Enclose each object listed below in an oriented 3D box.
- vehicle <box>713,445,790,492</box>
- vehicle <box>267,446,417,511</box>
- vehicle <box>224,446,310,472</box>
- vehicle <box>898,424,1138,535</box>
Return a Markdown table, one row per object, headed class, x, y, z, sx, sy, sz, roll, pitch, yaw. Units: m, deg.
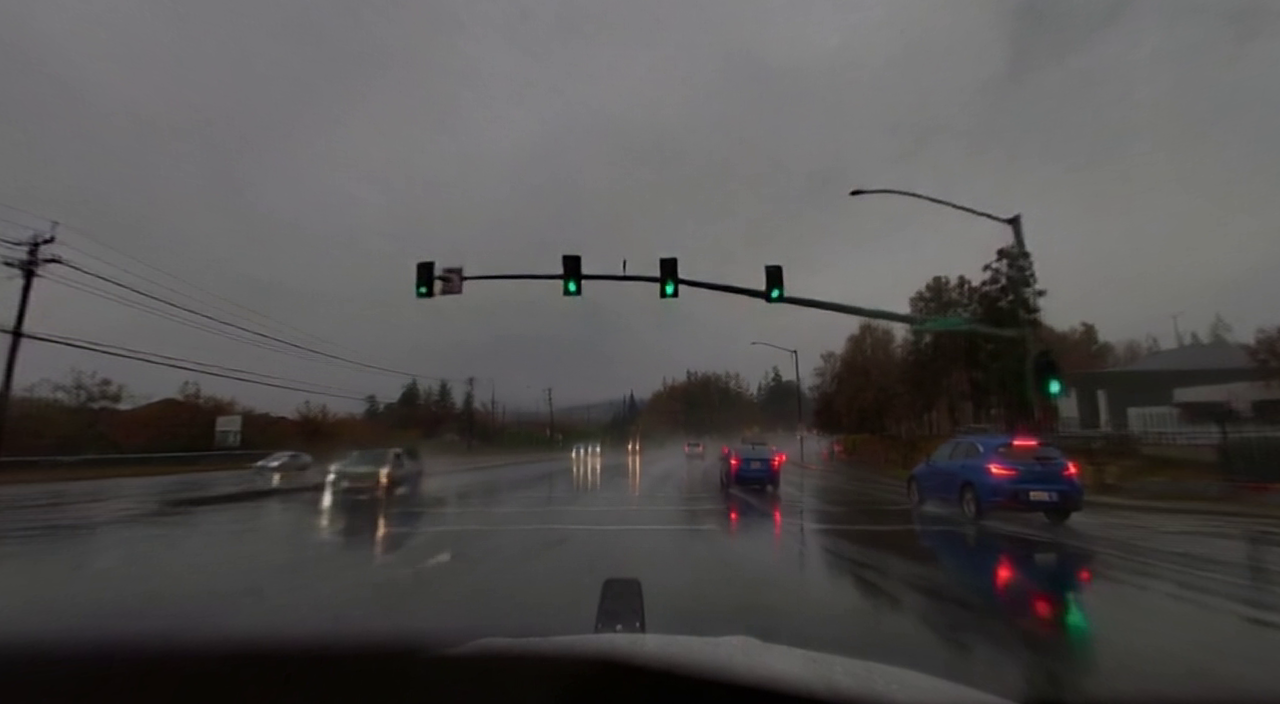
| class | x | y | z | sx | sy | sz | roll | pitch | yaw |
| --- | --- | --- | --- | --- | --- | --- | --- | --- | --- |
| vehicle | 3.818 | 4.050 | 22.385 | 2.035 | 1.460 | 4.392 | 0 | -9 | 2 |
| vehicle | -8.611 | 3.652 | 18.887 | 1.933 | 1.502 | 4.946 | 3 | -8 | 2 |
| vehicle | -23.057 | 6.610 | 39.306 | 2.125 | 1.493 | 4.547 | -2 | -9 | 9 |
| vehicle | 7.080 | 2.424 | 12.566 | 2.029 | 1.795 | 4.371 | 0 | -9 | 0 |
